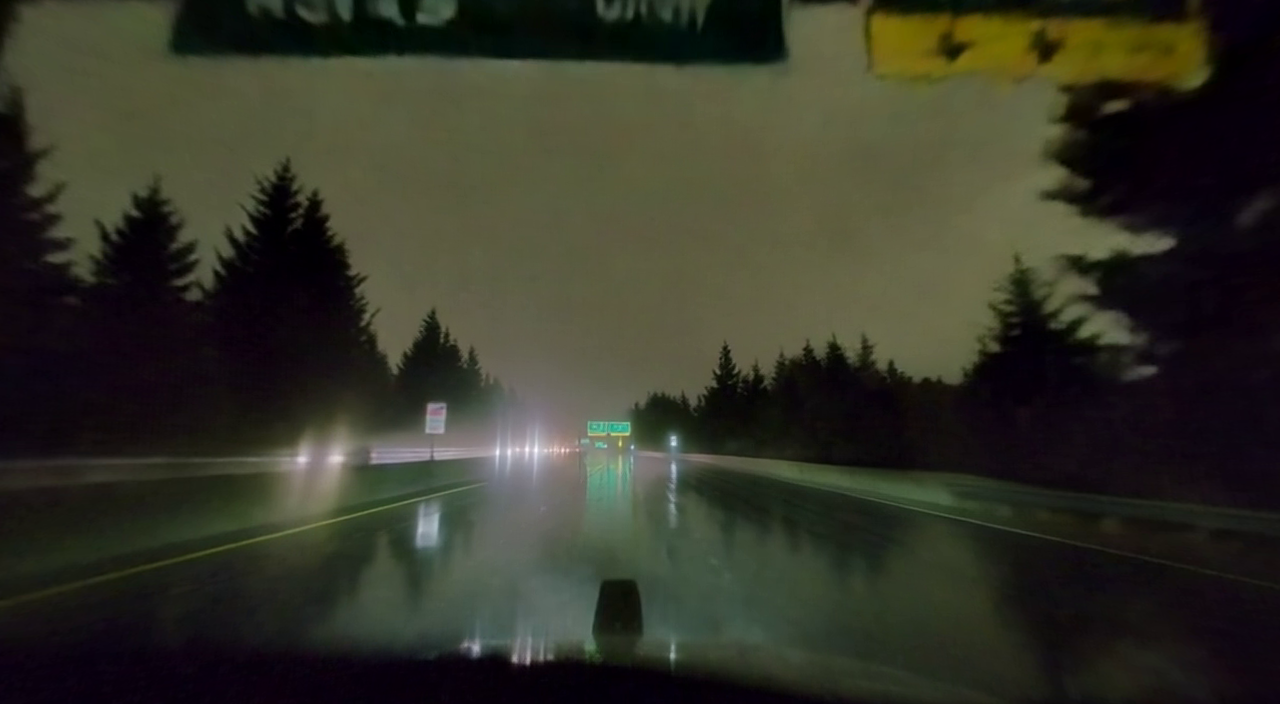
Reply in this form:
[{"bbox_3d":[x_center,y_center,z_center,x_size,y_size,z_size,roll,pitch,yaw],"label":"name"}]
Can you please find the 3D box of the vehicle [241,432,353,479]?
[{"bbox_3d":[-12.340,3.763,22.873,1.851,1.525,4.105,0,-9,-2],"label":"vehicle"}]
